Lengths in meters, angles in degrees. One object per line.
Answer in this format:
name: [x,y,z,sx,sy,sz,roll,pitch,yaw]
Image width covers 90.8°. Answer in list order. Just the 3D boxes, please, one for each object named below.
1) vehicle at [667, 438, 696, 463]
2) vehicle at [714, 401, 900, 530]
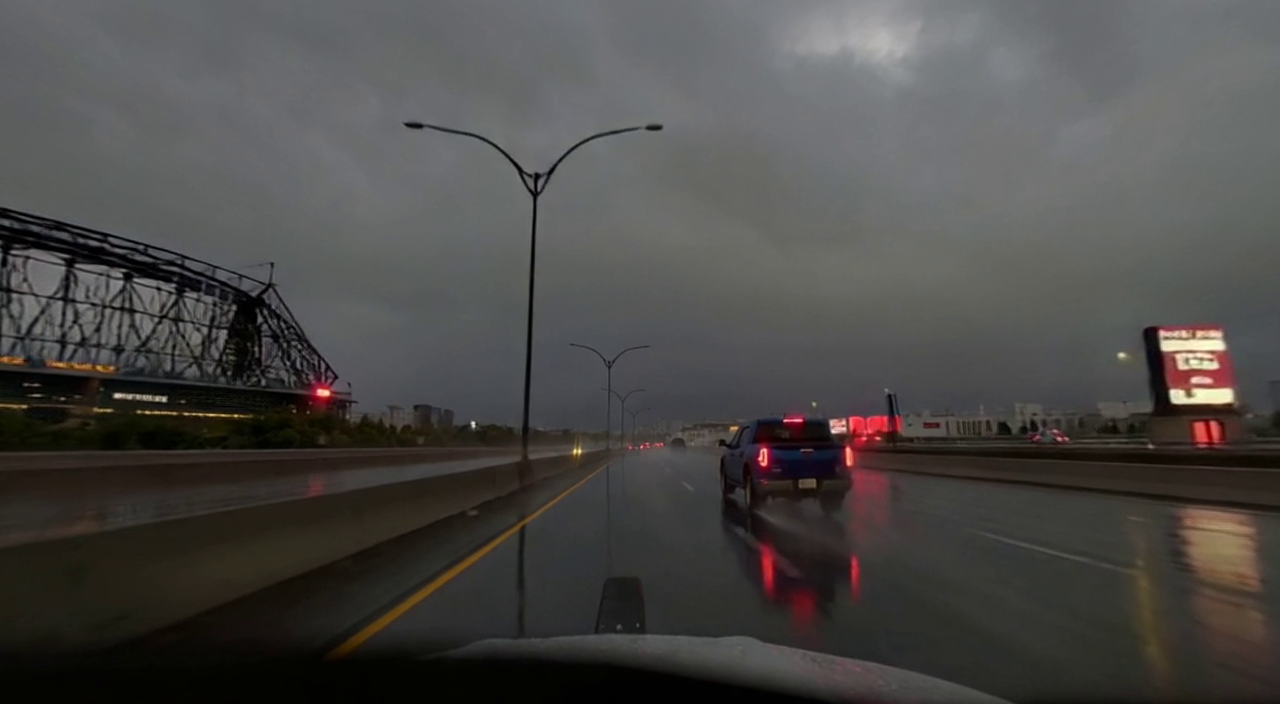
vehicle: [3.110,7.516,48.188,1.973,1.774,4.092,0,-9,0]
vehicle: [2.908,2.143,12.452,2.199,2.002,4.970,0,-9,-1]
